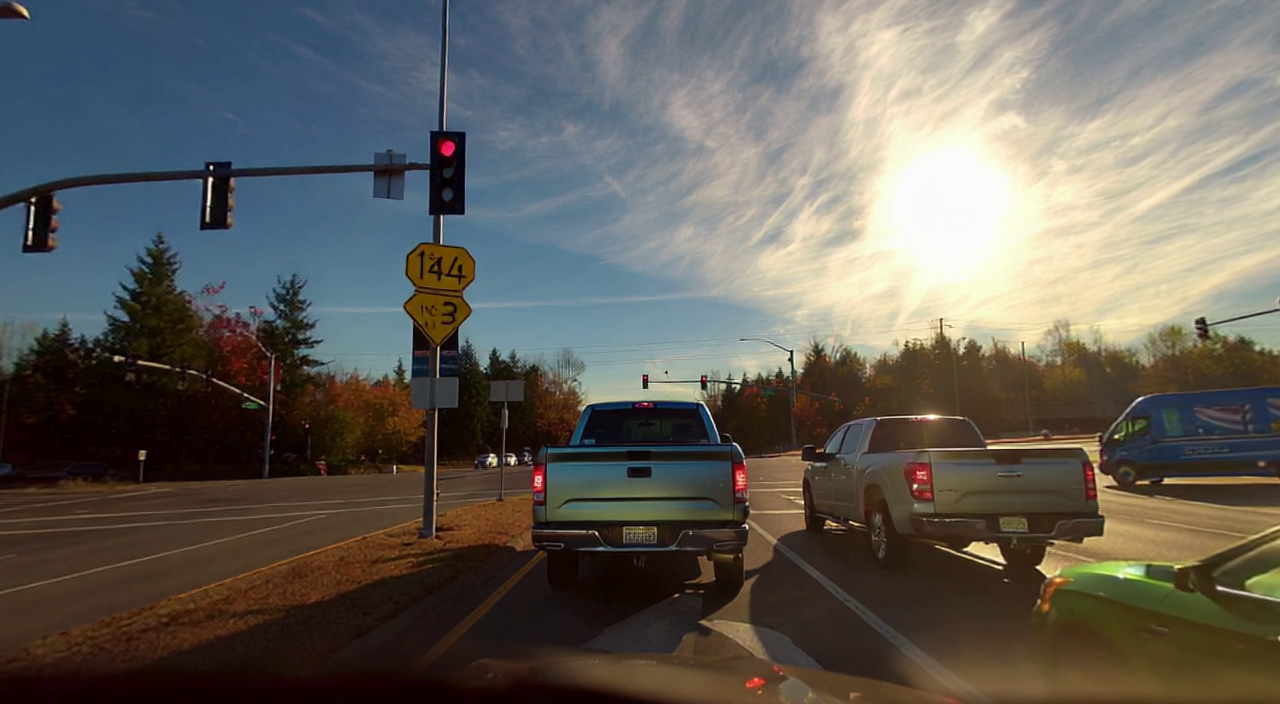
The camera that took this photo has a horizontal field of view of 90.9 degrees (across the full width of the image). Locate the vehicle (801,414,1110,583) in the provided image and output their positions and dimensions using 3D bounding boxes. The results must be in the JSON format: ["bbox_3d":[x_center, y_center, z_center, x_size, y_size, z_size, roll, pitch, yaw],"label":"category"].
[{"bbox_3d":[3.576,1.719,8.182,1.981,1.616,4.006,0,-8,1],"label":"vehicle"}]

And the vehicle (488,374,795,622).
[{"bbox_3d":[0.048,1.472,7.361,2.326,1.880,4.964,0,-8,1],"label":"vehicle"}]

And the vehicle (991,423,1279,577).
[{"bbox_3d":[6.834,1.743,8.258,1.973,1.470,4.228,0,-8,-1],"label":"vehicle"}]
